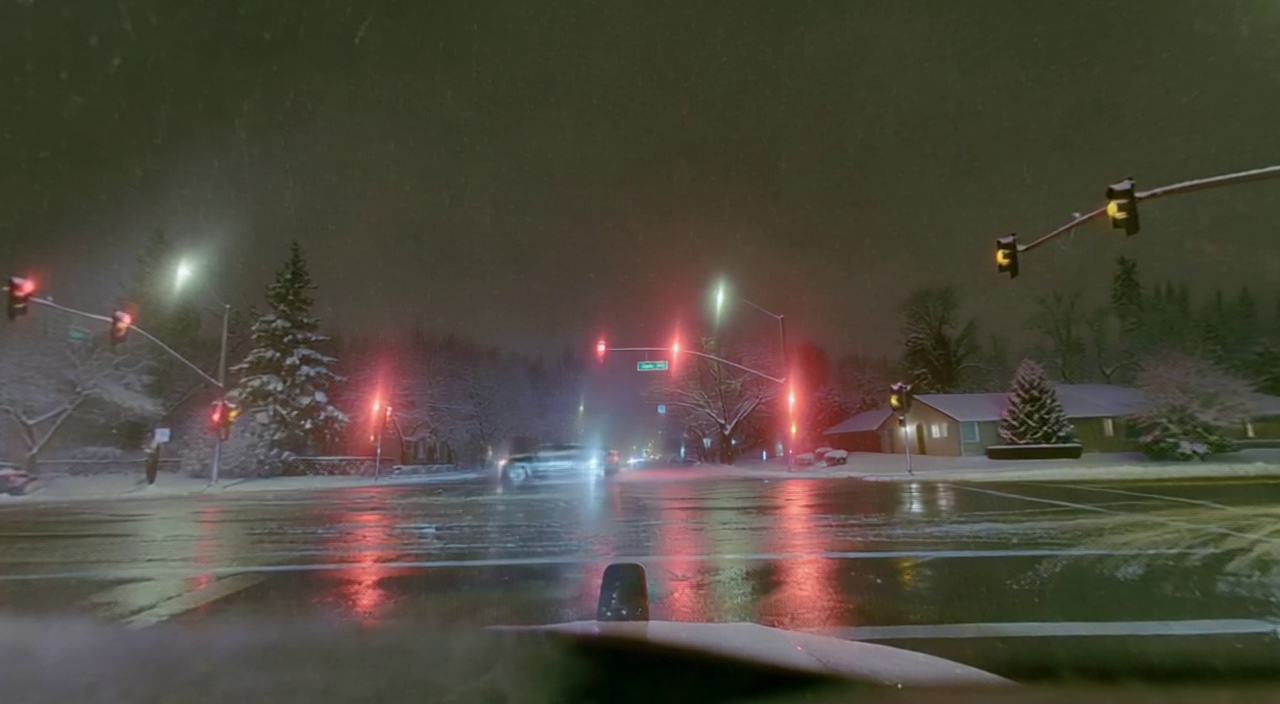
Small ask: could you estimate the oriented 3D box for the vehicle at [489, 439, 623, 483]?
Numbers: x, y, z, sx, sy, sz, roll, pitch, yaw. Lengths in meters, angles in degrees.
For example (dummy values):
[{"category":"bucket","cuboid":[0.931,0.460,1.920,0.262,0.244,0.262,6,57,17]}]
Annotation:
[{"category":"vehicle","cuboid":[-2.906,3.892,22.646,4.562,1.460,1.822,0,-8,0]}]
